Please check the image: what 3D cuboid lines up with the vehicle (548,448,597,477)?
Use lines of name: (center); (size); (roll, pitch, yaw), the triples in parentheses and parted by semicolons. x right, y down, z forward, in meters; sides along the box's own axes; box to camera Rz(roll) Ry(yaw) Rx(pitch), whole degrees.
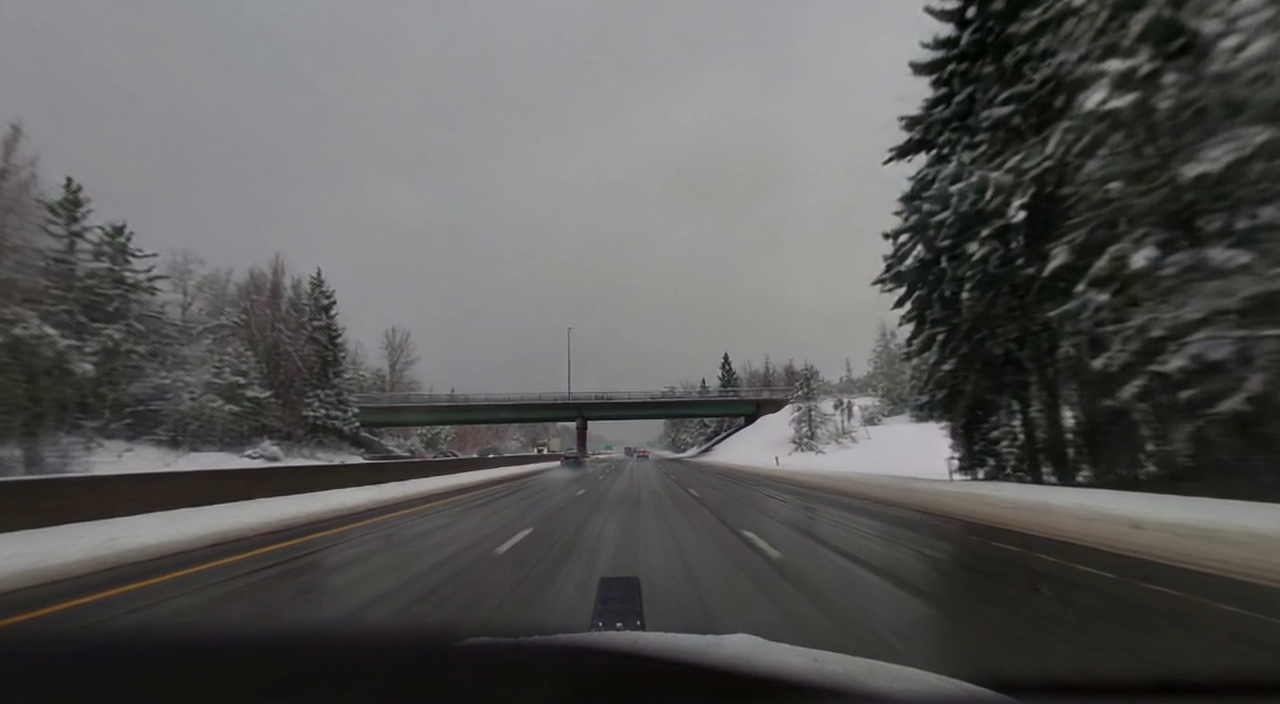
vehicle: (-3.706, 6.161, 35.362); (2.293, 1.462, 4.452); (0, -9, 0)
